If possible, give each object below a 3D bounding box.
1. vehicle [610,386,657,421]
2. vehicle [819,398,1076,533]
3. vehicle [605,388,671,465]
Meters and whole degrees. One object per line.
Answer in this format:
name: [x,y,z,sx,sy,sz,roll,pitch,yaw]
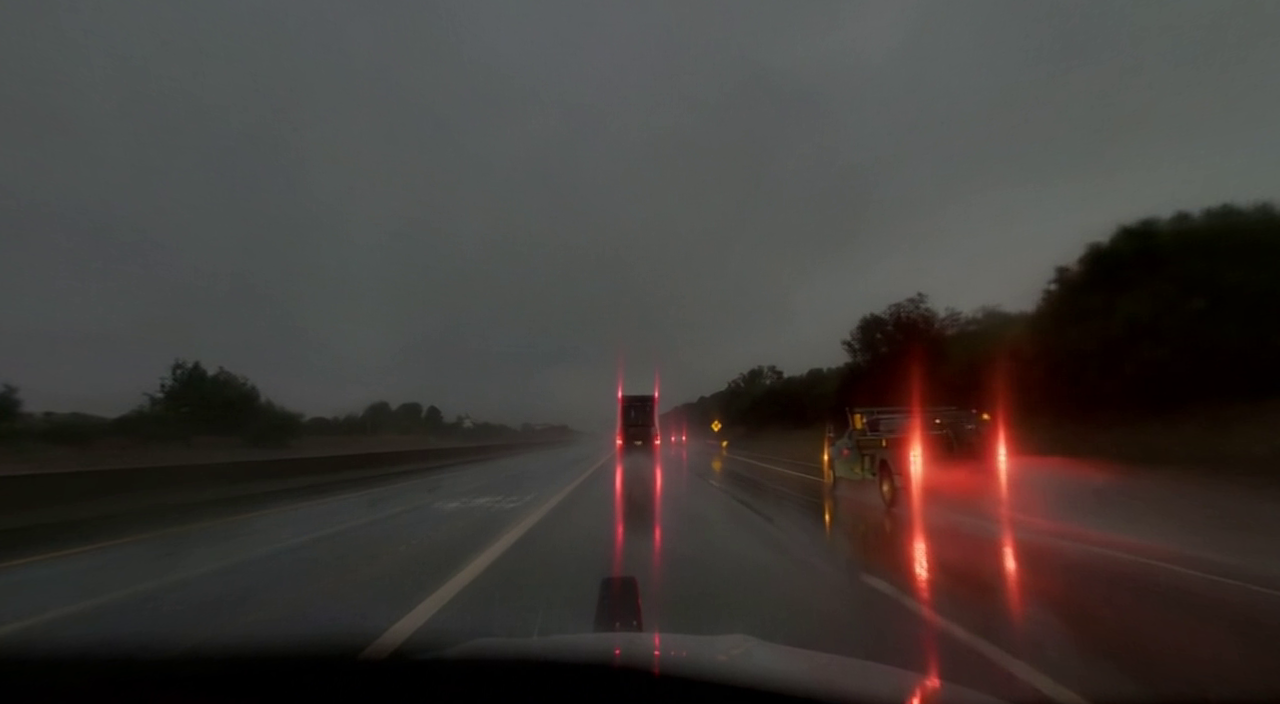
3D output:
vehicle: [-0.290,2.525,30.354,2.112,1.472,4.240,0,-8,0]
vehicle: [4.869,1.852,10.956,2.091,1.829,4.625,0,-8,-1]
vehicle: [-0.321,4.091,34.684,2.953,3.406,13.372,1,-7,-2]
